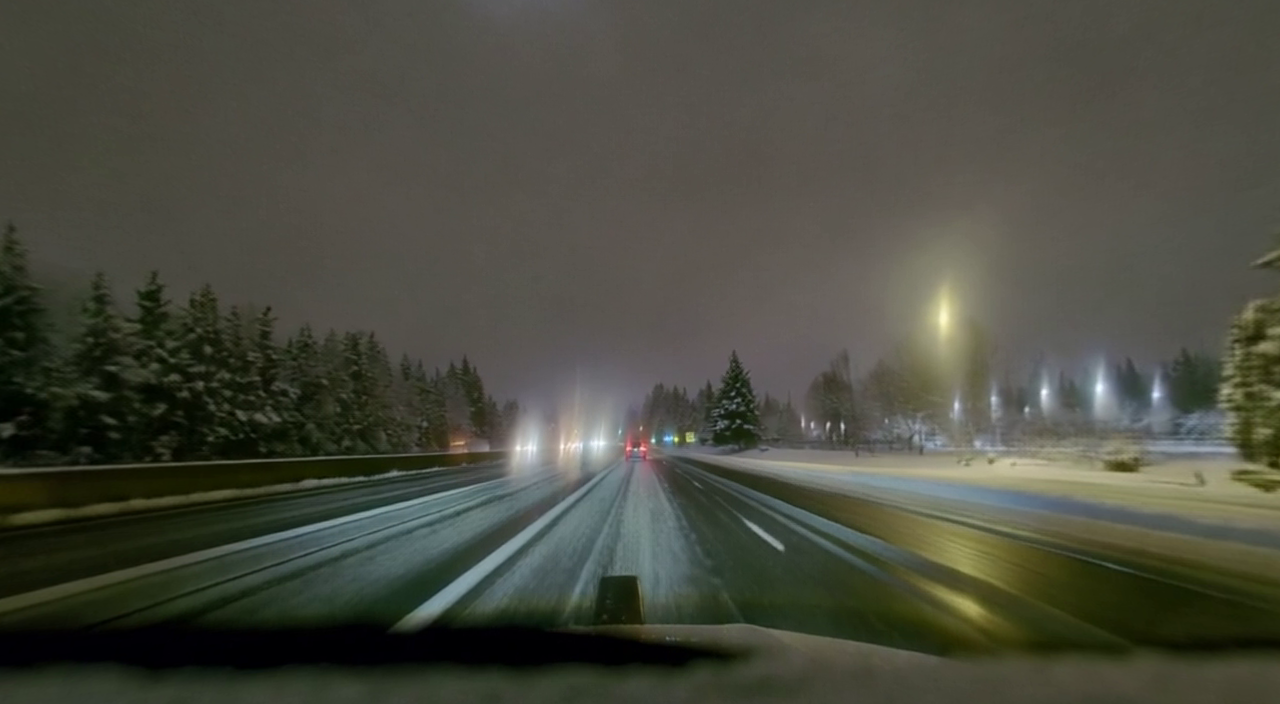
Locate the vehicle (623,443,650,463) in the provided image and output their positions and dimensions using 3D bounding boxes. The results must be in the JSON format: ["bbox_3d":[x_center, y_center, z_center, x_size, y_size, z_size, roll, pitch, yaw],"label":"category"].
[{"bbox_3d":[-0.292,7.778,48.592,2.025,1.460,4.189,0,-8,-1],"label":"vehicle"}]
